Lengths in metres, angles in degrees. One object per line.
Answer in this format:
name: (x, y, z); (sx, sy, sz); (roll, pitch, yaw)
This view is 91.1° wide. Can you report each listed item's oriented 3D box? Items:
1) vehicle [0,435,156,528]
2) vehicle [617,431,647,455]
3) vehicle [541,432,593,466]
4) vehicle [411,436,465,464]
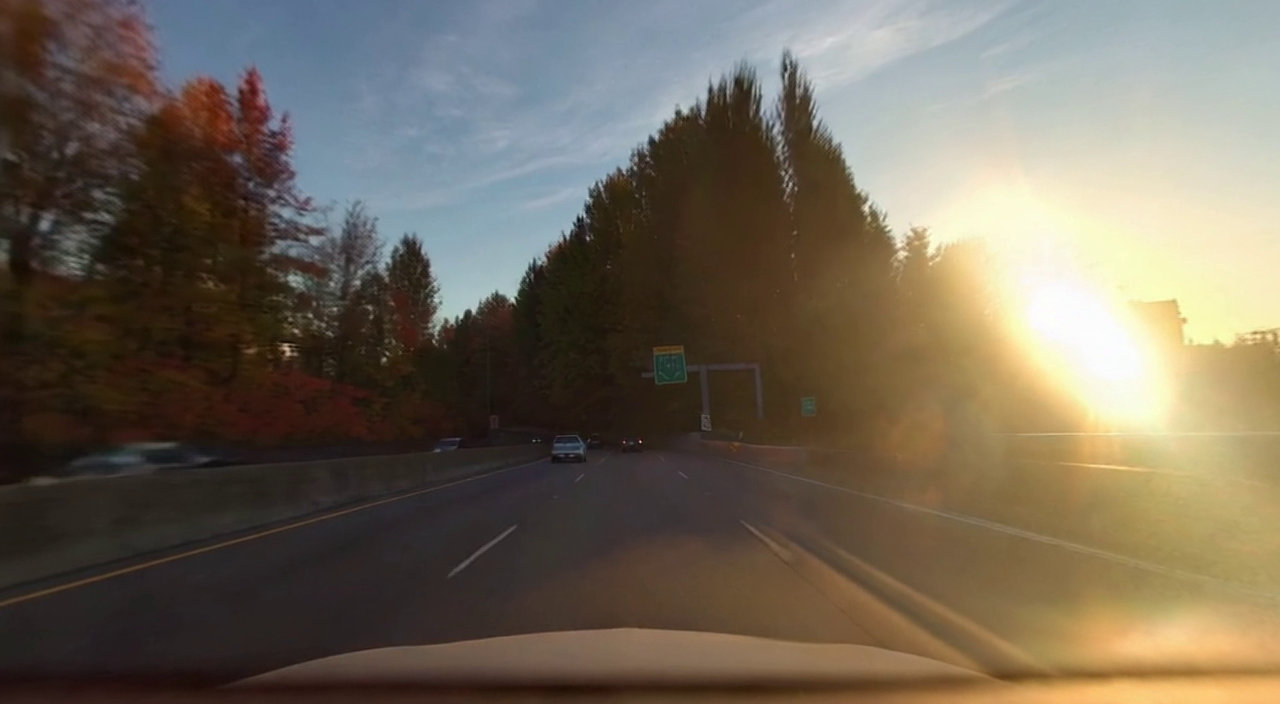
vehicle: (-11.728, 2.366, 11.894); (1.872, 1.550, 4.089); (0, -8, 0)
vehicle: (-0.548, 6.544, 45.176); (2.054, 1.609, 3.859); (0, -8, -1)
vehicle: (-3.469, 4.679, 30.578); (1.989, 1.497, 4.645); (0, -8, 0)
vehicle: (-12.173, 5.913, 38.201); (1.888, 1.556, 4.136); (0, -8, 0)
